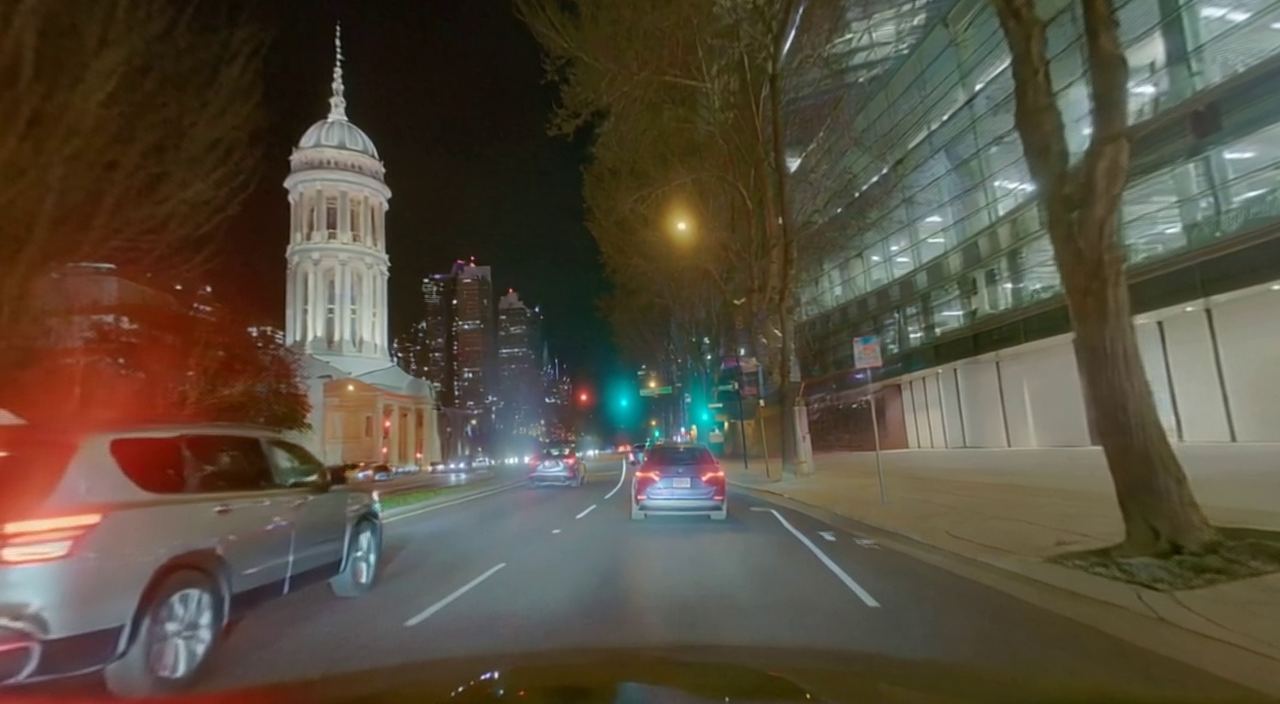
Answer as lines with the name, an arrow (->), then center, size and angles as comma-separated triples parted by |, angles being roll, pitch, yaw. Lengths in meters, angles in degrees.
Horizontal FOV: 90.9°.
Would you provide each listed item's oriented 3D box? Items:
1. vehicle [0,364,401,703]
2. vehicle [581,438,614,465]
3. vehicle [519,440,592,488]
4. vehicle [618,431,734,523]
vehicle -> -3.258, 1.136, 4.163 | 1.848, 1.641, 3.686 | 0, -9, 1
vehicle -> -2.944, 7.012, 44.407 | 1.969, 1.764, 4.160 | 0, -9, 0
vehicle -> -2.853, 3.891, 22.221 | 1.961, 1.517, 4.202 | 0, -9, 0
vehicle -> 0.563, 2.375, 12.451 | 1.933, 1.504, 3.802 | 0, -9, -1
